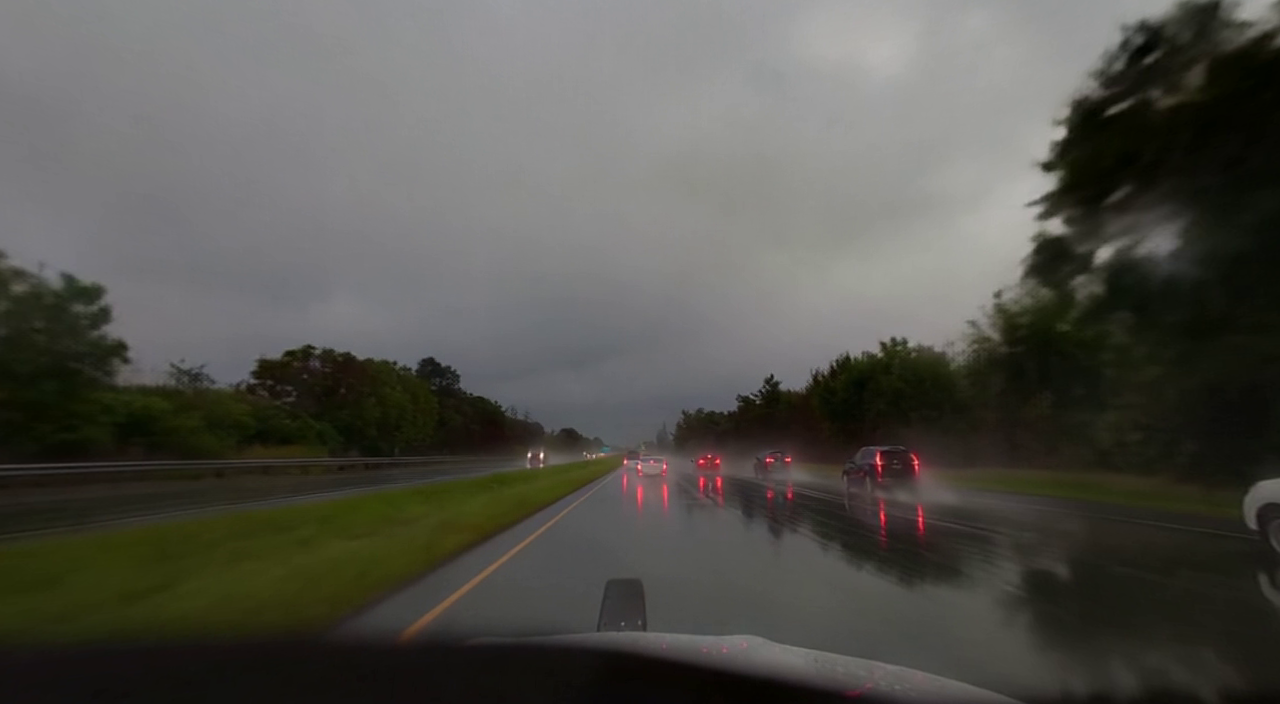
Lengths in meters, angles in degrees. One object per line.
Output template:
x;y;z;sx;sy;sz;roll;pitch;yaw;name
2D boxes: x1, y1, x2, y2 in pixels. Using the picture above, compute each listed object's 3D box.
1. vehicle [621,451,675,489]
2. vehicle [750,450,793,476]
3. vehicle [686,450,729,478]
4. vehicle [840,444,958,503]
0.295;4.777;25.781;2.020;1.426;3.702;0;-9;0;vehicle
8.548;7.220;41.312;1.957;1.594;3.632;0;-9;-2;vehicle
3.909;6.548;36.956;1.981;1.518;4.029;0;-9;-1;vehicle
7.630;3.595;19.001;1.847;1.554;3.752;0;-9;-1;vehicle
